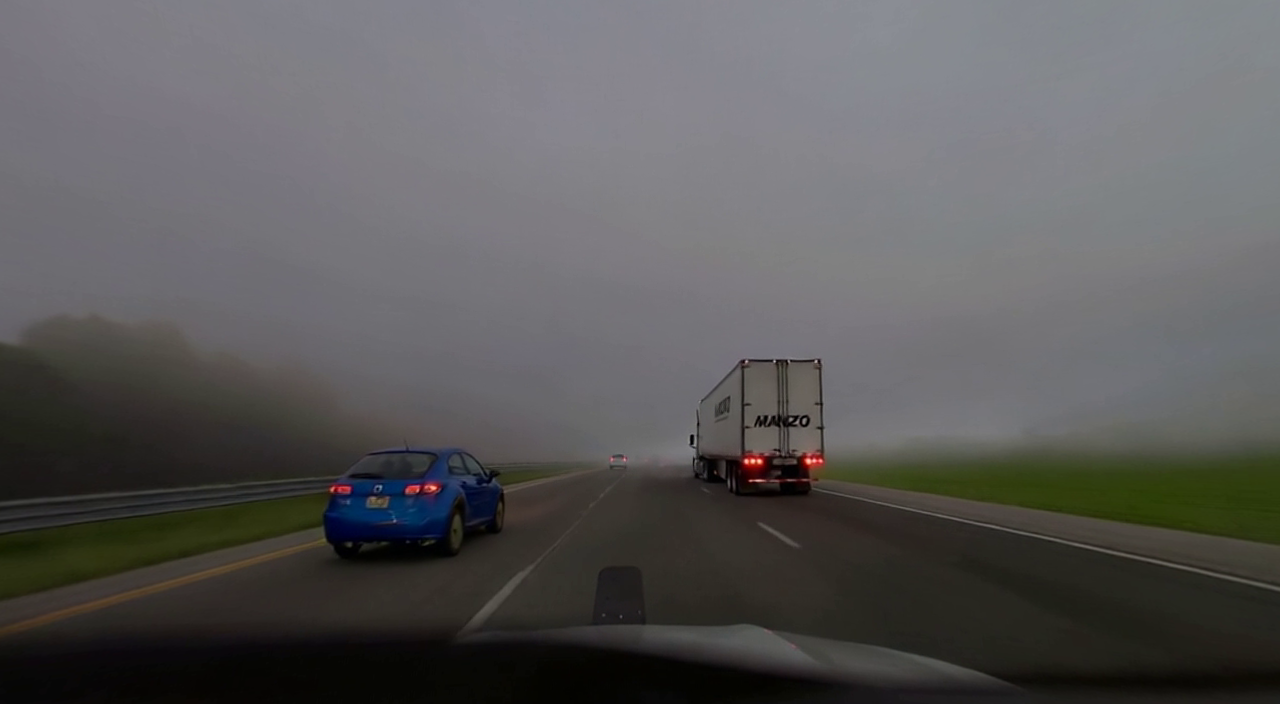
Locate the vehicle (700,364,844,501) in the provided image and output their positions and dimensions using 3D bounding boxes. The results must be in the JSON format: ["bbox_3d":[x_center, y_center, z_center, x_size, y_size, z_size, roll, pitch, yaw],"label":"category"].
[{"bbox_3d":[4.555,3.411,25.649,2.832,4.034,13.924,0,-9,0],"label":"vehicle"}]

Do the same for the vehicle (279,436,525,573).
[{"bbox_3d":[-3.112,2.064,9.399,1.945,1.537,4.294,0,-9,1],"label":"vehicle"}]
